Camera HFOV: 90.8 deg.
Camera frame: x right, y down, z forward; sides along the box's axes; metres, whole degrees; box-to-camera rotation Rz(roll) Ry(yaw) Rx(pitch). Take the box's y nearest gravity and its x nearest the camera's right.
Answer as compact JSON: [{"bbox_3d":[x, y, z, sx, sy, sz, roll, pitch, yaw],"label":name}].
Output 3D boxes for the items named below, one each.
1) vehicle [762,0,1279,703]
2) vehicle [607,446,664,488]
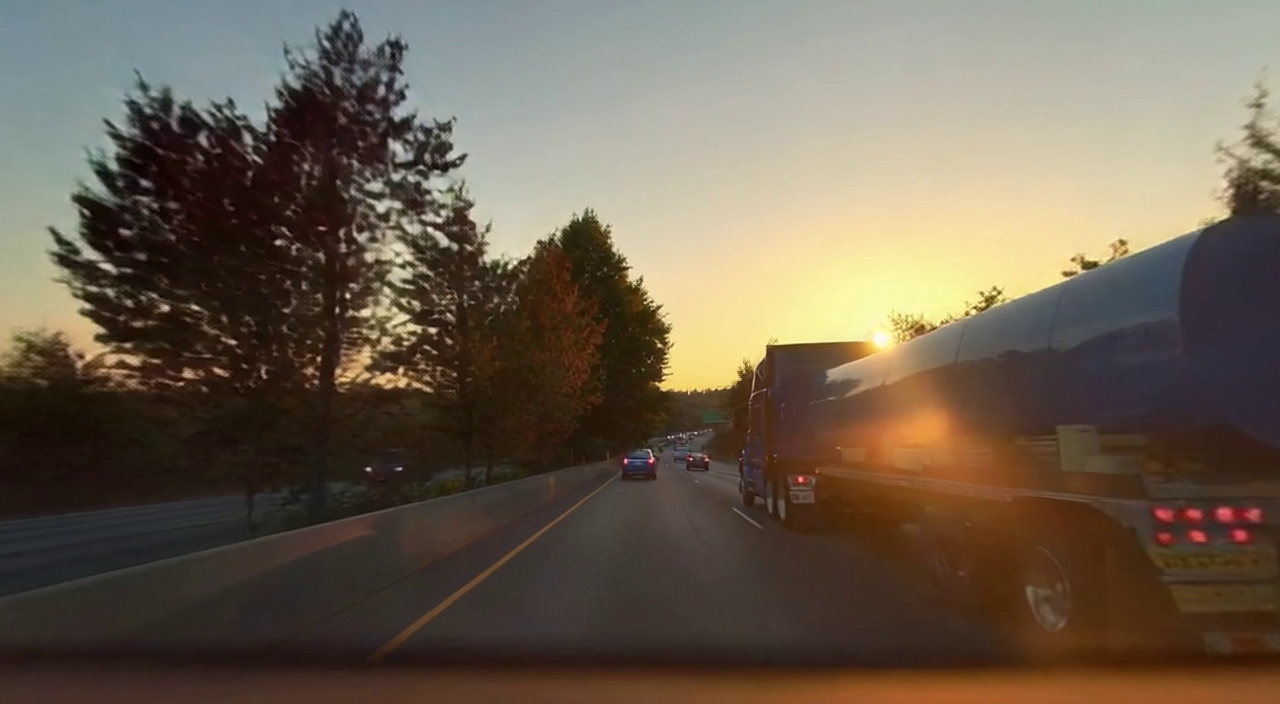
[{"bbox_3d":[3.917,0.716,7.263,2.694,3.453,11.641,0,-9,0],"label":"vehicle"},{"bbox_3d":[-0.137,4.390,24.394,2.003,1.490,3.636,0,-9,1],"label":"vehicle"}]
